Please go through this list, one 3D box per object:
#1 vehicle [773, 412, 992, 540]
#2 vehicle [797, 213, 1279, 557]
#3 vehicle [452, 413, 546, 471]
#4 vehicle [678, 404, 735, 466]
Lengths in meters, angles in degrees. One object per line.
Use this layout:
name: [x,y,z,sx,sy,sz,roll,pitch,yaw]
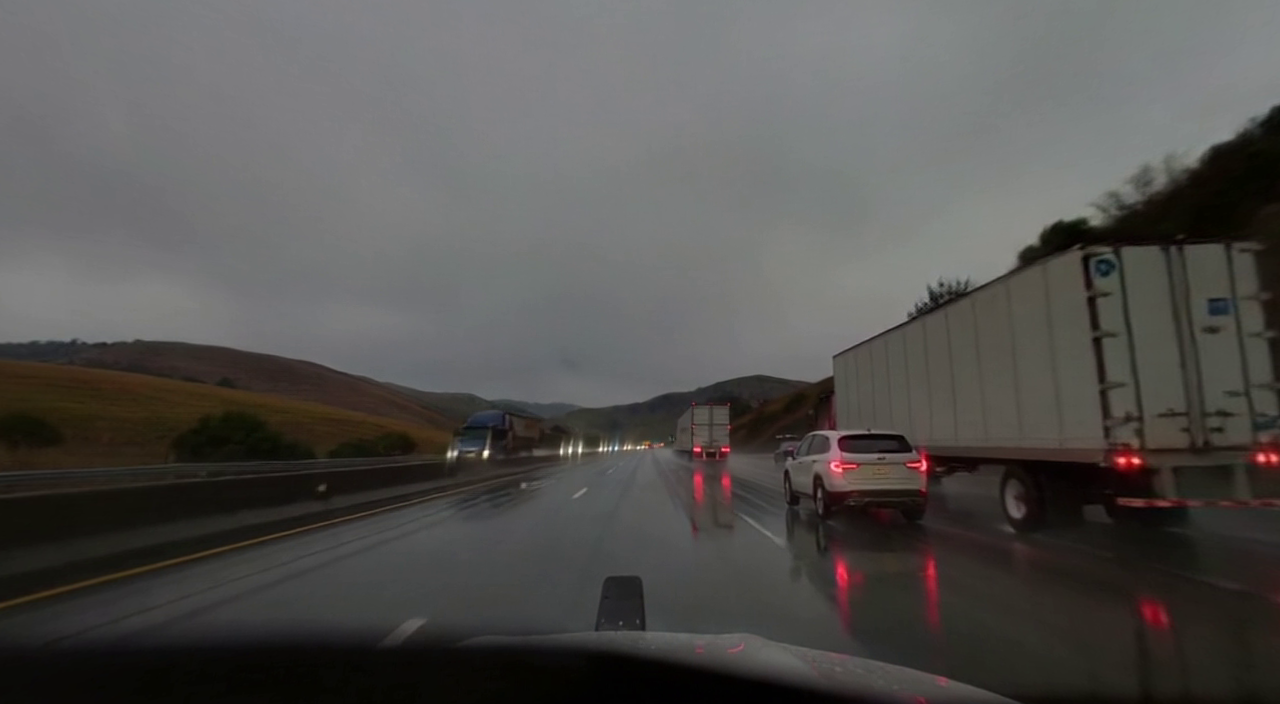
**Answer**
vehicle: [3.790,2.024,10.829,2.055,1.737,4.224,0,-9,0]
vehicle: [7.349,1.535,15.659,2.947,4.199,16.175,0,-9,1]
vehicle: [-8.913,6.049,42.045,3.049,3.230,13.174,0,-9,1]
vehicle: [4.670,6.216,46.444,3.049,3.968,10.706,0,-9,0]
